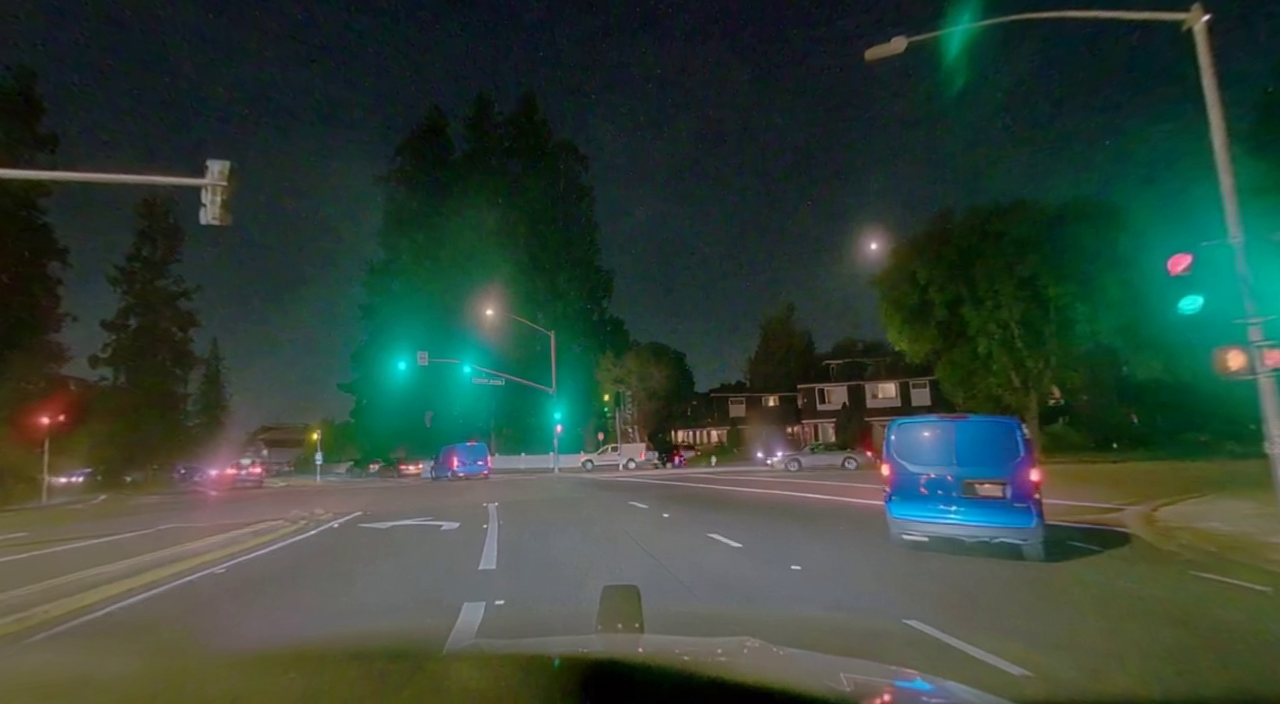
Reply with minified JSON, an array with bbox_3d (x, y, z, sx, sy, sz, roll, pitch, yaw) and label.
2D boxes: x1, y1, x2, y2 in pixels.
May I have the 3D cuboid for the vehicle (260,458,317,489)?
[{"bbox_3d":[-19.424,6.636,34.812,1.952,1.461,4.377,6,-11,-38],"label":"vehicle"}]

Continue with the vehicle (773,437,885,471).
[{"bbox_3d":[8.489,4.646,28.796,4.509,1.481,2.027,-1,-9,5],"label":"vehicle"}]

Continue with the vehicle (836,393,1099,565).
[{"bbox_3d":[4.217,1.701,9.093,2.133,1.821,4.254,-2,-9,11],"label":"vehicle"}]

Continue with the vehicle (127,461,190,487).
[{"bbox_3d":[-37.910,9.552,49.687,5.175,1.791,2.008,-5,-10,31],"label":"vehicle"}]

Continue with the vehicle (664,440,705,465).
[{"bbox_3d":[3.558,7.833,49.423,1.894,1.816,4.213,-4,-9,23],"label":"vehicle"}]

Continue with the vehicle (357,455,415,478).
[{"bbox_3d":[-17.452,7.817,43.291,4.386,1.445,2.008,-8,-12,43],"label":"vehicle"}]

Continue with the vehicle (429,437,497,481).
[{"bbox_3d":[-9.552,5.698,33.888,2.213,2.124,4.809,5,-10,-31],"label":"vehicle"}]

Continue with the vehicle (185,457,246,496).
[{"bbox_3d":[-22.456,6.491,33.343,2.078,1.783,4.670,7,-11,-39],"label":"vehicle"}]

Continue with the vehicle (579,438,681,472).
[{"bbox_3d":[-0.667,6.550,40.383,6.104,2.026,2.514,-5,-10,28],"label":"vehicle"}]
